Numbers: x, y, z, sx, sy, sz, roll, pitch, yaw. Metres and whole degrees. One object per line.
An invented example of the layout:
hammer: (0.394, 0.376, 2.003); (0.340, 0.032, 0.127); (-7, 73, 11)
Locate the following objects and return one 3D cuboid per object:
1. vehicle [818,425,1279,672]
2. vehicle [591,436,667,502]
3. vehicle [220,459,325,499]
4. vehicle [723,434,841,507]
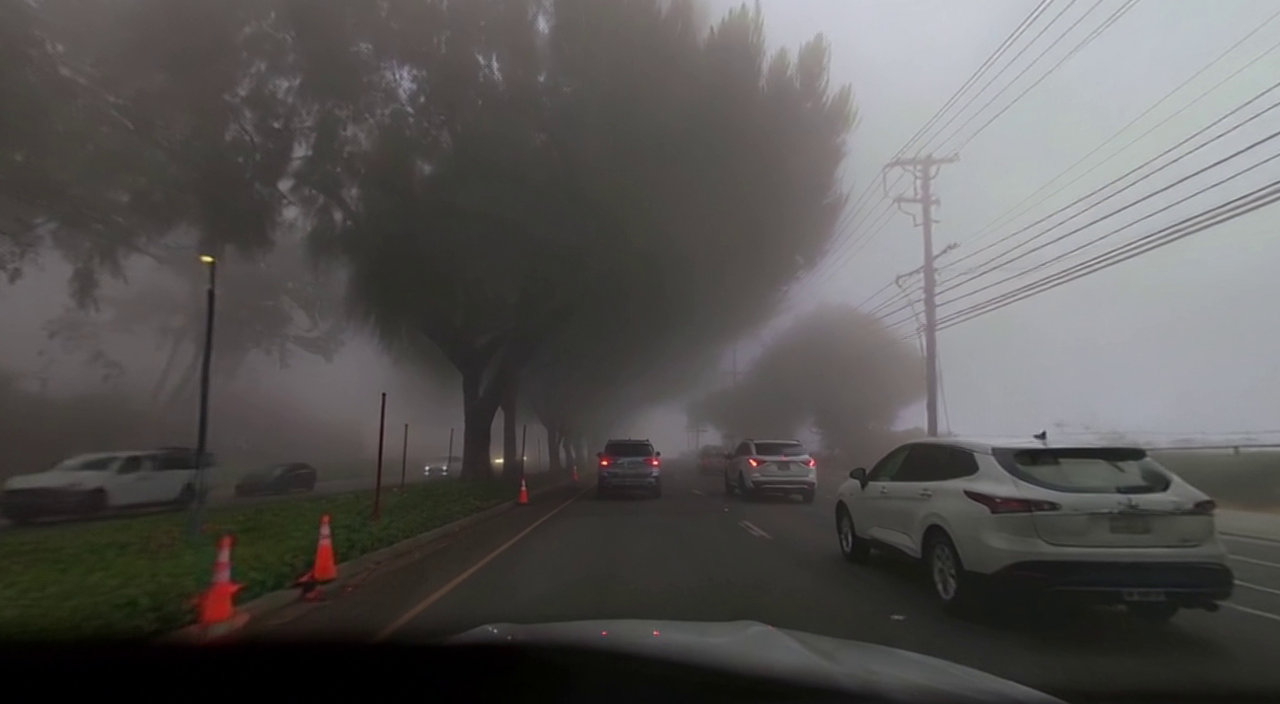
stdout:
vehicle: (3.425, 1.514, 6.166); (1.977, 1.460, 4.565); (0, -8, -1)
vehicle: (-0.313, 3.434, 19.022); (2.050, 1.745, 3.915); (-1, -8, 0)
vehicle: (-16.226, 5.606, 28.244); (1.973, 1.457, 4.564); (-1, -8, 0)
vehicle: (3.783, 3.240, 17.851); (2.116, 1.726, 4.672); (0, -8, -2)
